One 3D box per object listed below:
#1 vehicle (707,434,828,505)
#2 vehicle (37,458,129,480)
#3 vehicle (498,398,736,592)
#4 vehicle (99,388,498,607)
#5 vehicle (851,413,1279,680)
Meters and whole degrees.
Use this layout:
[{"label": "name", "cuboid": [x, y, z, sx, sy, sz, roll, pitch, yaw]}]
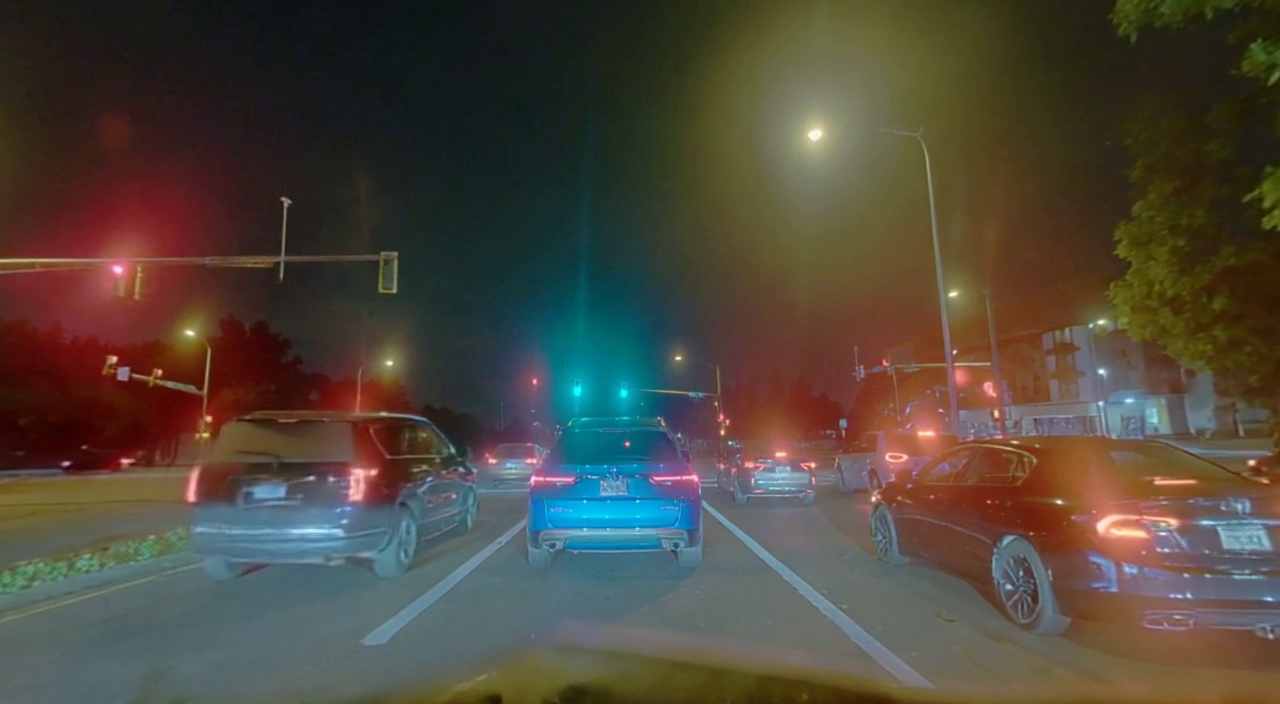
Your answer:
[{"label": "vehicle", "cuboid": [2.990, 2.856, 15.775, 1.950, 1.506, 4.086, 0, -8, -3]}, {"label": "vehicle", "cuboid": [-37.998, 7.981, 43.150, 4.468, 1.430, 1.770, 0, -8, -2]}, {"label": "vehicle", "cuboid": [-0.268, 1.550, 7.627, 2.101, 1.707, 3.904, 0, -8, -2]}, {"label": "vehicle", "cuboid": [-3.380, 1.563, 7.773, 2.186, 1.794, 4.972, 0, -8, -1]}, {"label": "vehicle", "cuboid": [3.628, 1.396, 5.708, 1.861, 1.478, 4.185, 0, -8, -2]}]
